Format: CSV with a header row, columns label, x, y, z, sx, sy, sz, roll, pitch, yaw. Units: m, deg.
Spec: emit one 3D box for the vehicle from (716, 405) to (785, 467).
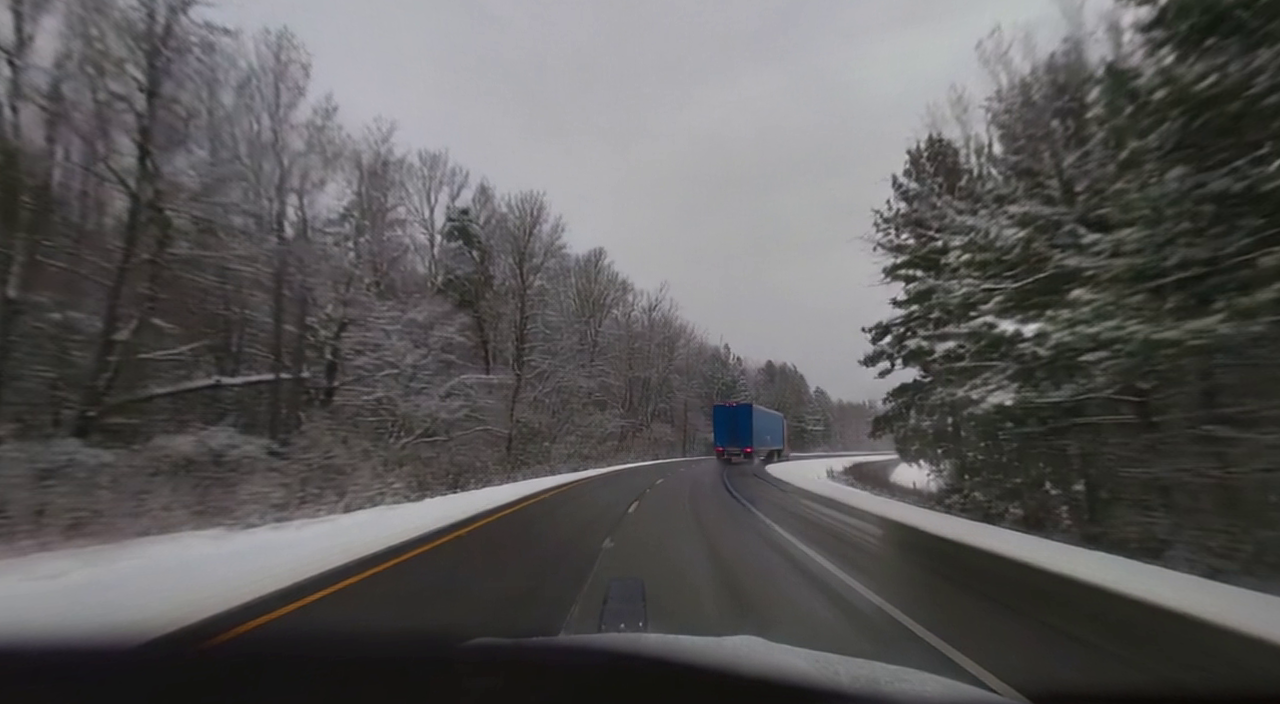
label,x,y,z,sx,sy,sz,roll,pitch,yaw
vehicle,8.993,6.749,49.541,3.087,4.178,13.682,-3,-9,19
